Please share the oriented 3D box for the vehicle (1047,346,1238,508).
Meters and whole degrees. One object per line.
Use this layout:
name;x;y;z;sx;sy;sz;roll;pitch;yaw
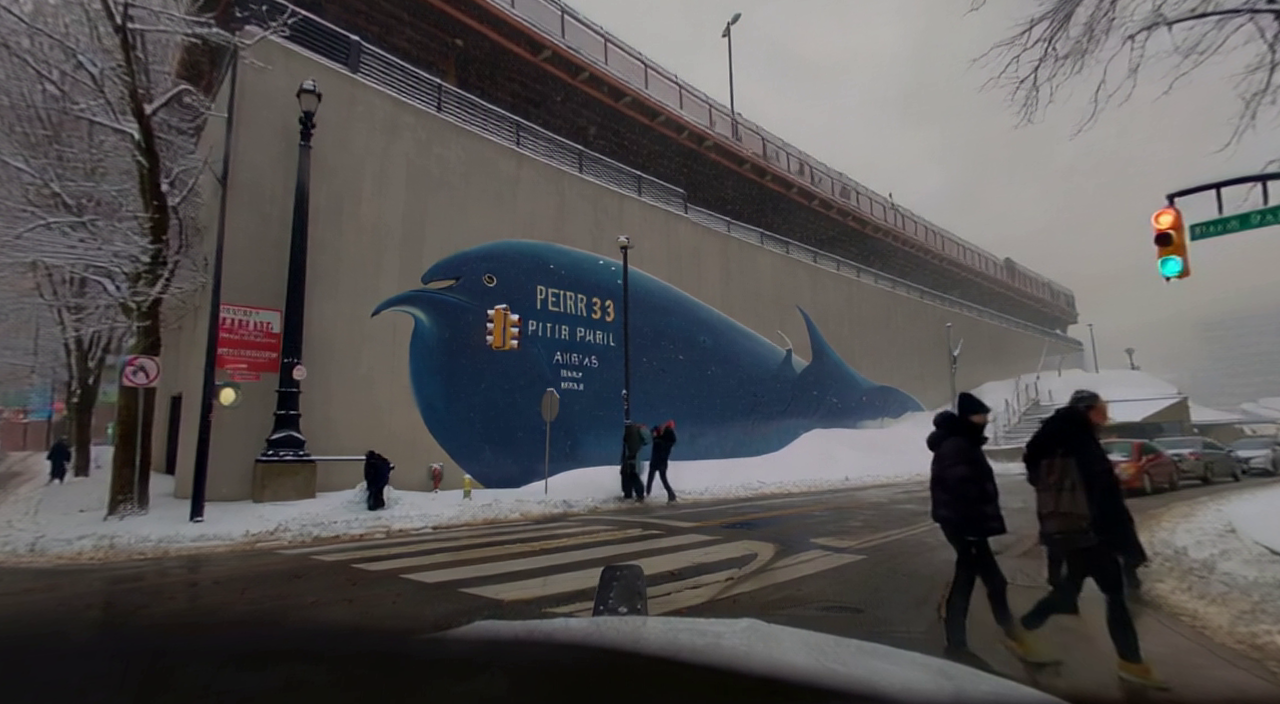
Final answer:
vehicle;15.780;2.385;19.353;9.347;3.893;2.849;7;-11;-42
